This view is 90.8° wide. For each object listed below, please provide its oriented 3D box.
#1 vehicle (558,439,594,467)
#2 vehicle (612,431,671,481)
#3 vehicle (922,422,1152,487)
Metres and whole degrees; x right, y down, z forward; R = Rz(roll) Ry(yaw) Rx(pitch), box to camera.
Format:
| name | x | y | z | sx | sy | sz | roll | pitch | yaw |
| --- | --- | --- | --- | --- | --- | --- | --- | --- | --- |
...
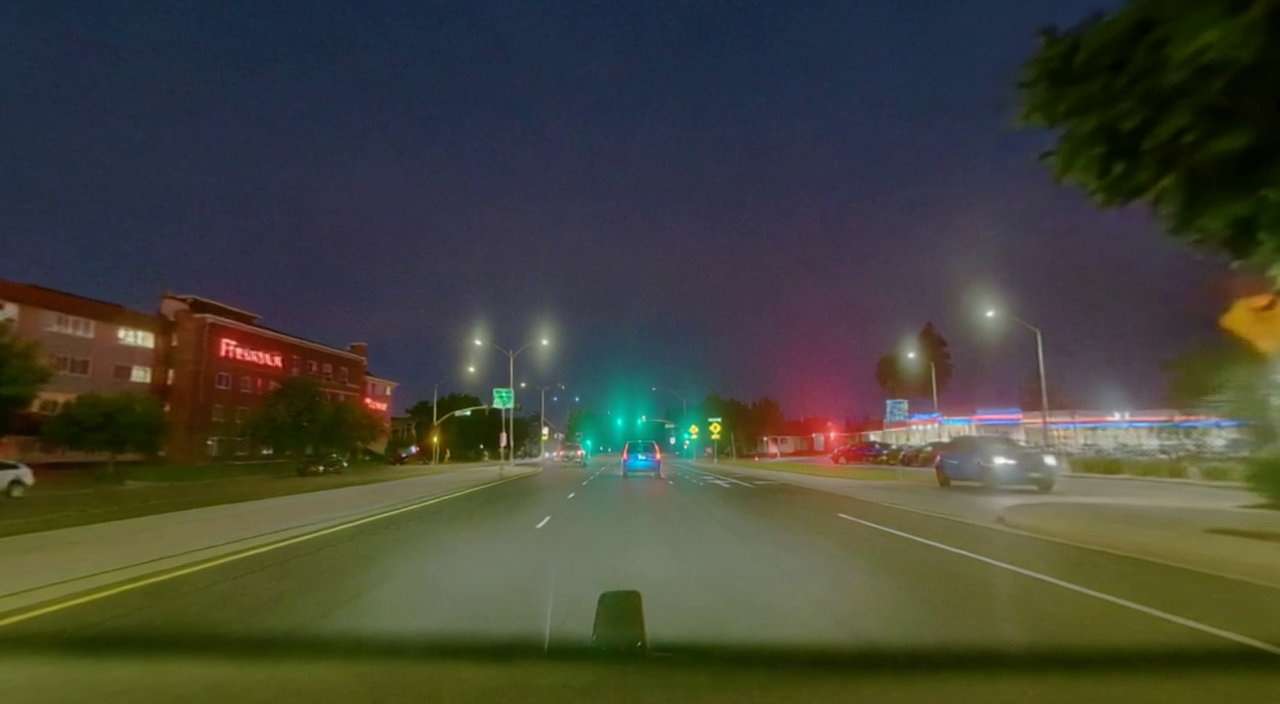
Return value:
| name | x | y | z | sx | sy | sz | roll | pitch | yaw |
| --- | --- | --- | --- | --- | --- | --- | --- | --- | --- |
| vehicle | -4.525 | 7.273 | 45.590 | 2.202 | 1.856 | 4.516 | 0 | -9 | -1 |
| vehicle | 0.001 | 4.432 | 27.070 | 2.273 | 1.909 | 5.075 | 0 | -9 | -1 |
| vehicle | 11.911 | 3.112 | 19.297 | 5.506 | 1.850 | 2.156 | 0 | -9 | 0 |
